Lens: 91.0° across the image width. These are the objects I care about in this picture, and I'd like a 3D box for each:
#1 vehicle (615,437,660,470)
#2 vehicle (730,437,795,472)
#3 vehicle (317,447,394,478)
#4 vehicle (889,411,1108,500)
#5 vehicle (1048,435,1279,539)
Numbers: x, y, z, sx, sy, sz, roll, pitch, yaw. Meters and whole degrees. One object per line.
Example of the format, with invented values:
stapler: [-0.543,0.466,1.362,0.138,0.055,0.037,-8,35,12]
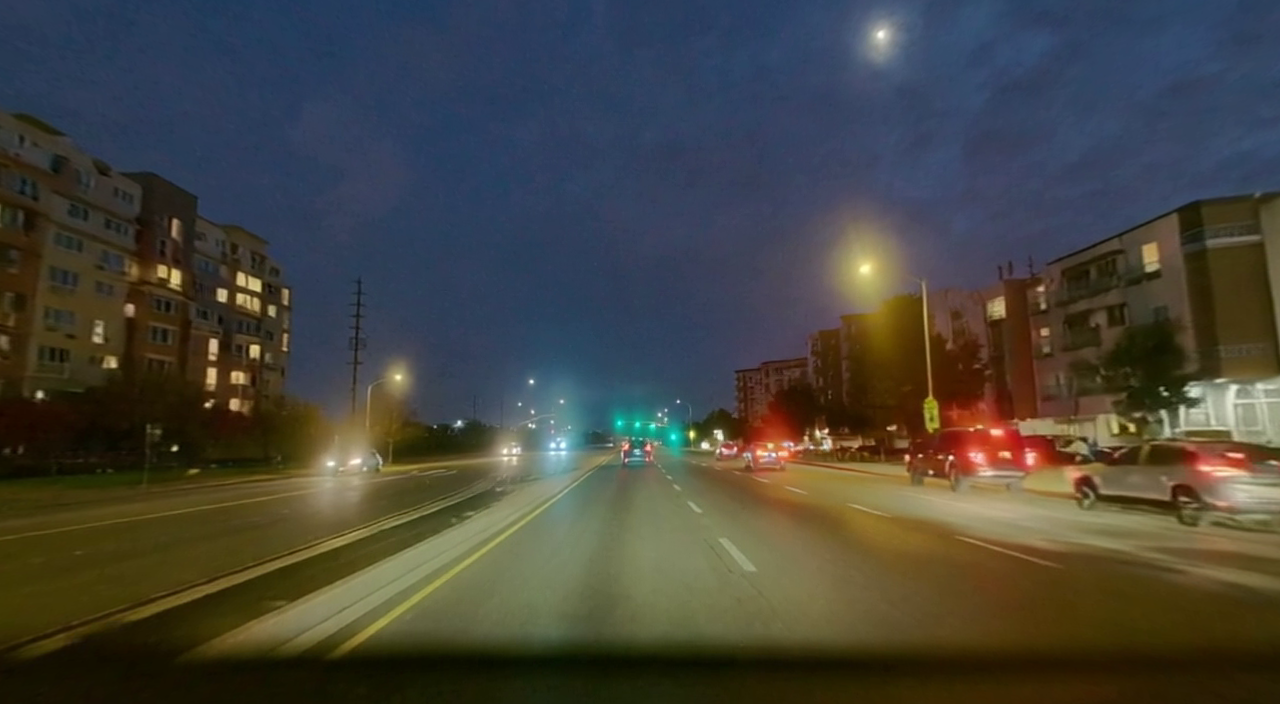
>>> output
vehicle: [-0.120,5.045,31.435,2.106,1.553,3.964,0,-9,0]
vehicle: [5.790,4.900,30.314,2.154,1.554,4.149,0,-9,-2]
vehicle: [-15.469,5.998,34.562,1.967,1.574,4.819,0,-9,0]
vehicle: [10.137,3.037,18.855,2.441,2.150,6.729,1,-8,-2]
vehicle: [9.999,2.291,11.450,2.089,1.508,4.323,-1,-8,-2]
